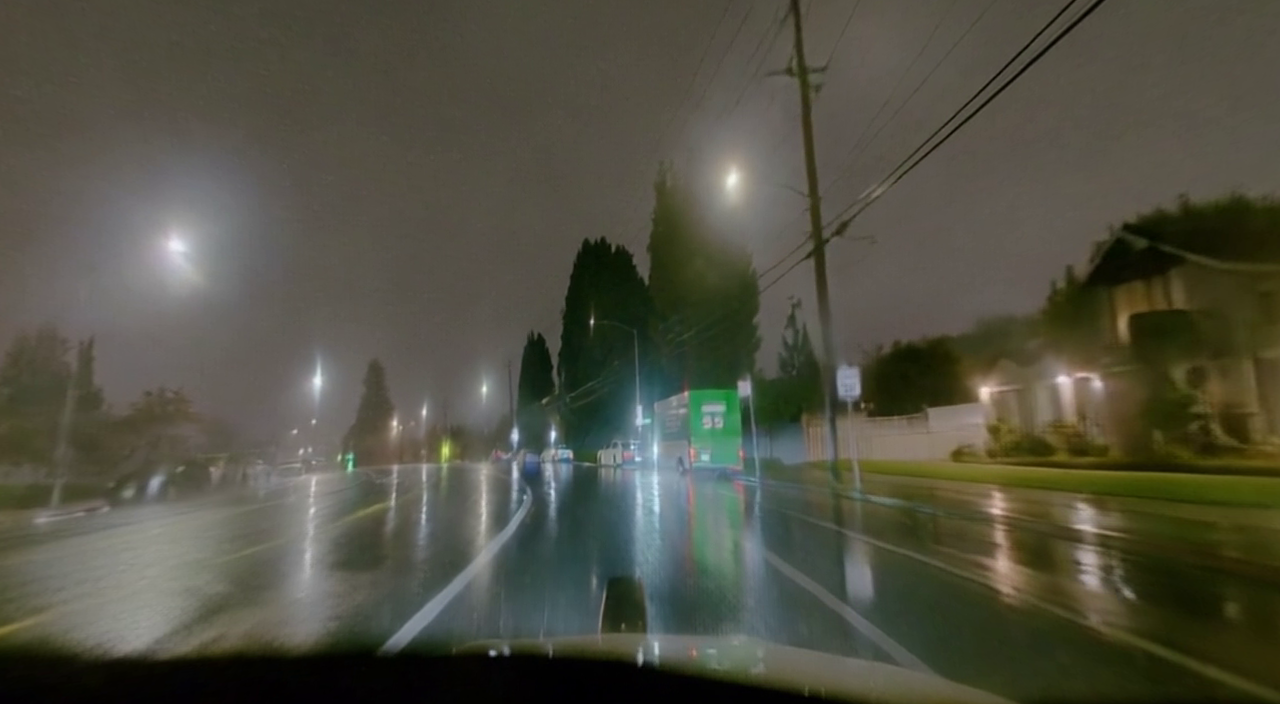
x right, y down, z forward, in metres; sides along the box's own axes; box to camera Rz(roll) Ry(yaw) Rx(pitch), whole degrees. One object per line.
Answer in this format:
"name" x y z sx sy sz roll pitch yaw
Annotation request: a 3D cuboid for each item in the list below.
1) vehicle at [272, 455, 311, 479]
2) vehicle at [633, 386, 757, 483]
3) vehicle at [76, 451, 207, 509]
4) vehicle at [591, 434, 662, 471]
"vehicle" -26.929 8.882 48.614 1.949 1.456 4.497 2 -7 -20
"vehicle" 1.907 3.438 25.750 2.918 3.319 7.595 2 -9 -12
"vehicle" -17.823 4.541 22.751 1.976 1.797 4.249 2 -9 -13
"vehicle" -0.896 5.633 35.386 2.251 1.868 6.178 3 -9 -18
